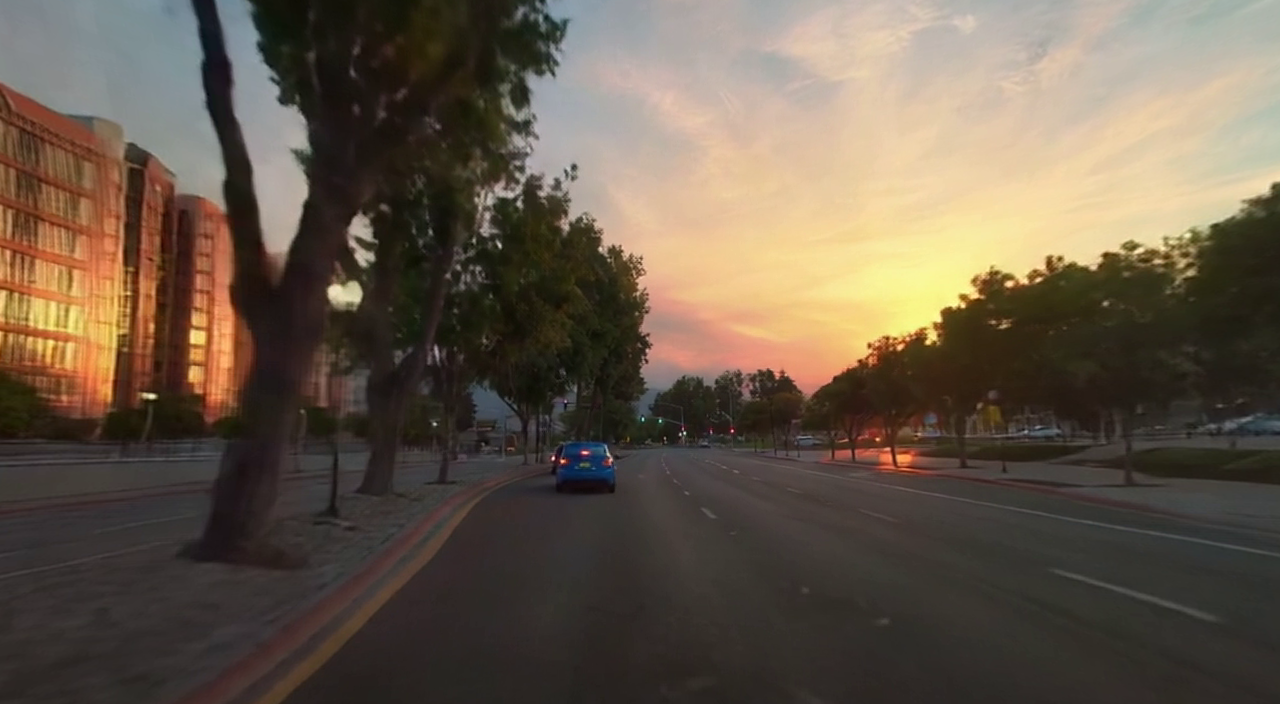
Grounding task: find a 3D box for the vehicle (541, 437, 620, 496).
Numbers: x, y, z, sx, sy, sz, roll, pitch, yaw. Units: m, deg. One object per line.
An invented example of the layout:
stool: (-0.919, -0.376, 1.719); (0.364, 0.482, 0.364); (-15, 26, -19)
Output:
vehicle: (-1.674, 3.286, 18.582); (2.042, 1.479, 4.601); (0, -8, -4)
